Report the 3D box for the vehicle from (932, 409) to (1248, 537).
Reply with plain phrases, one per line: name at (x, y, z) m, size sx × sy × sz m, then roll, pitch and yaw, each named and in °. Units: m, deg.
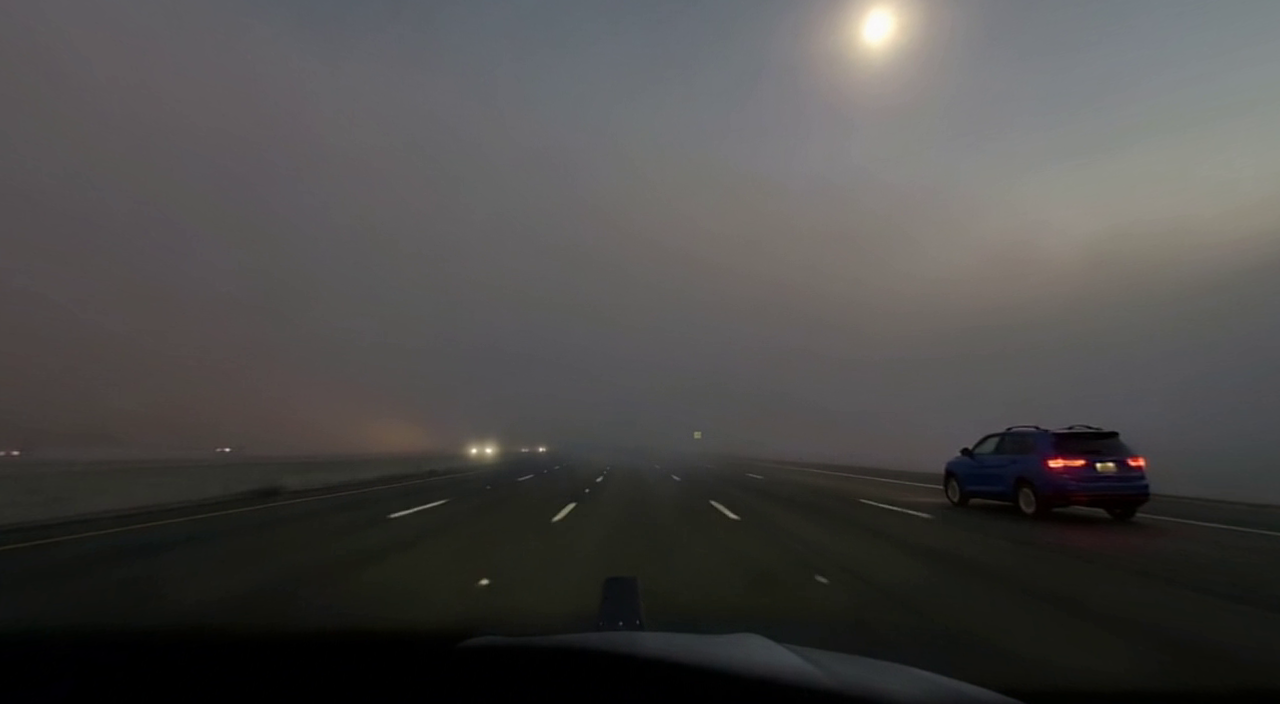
vehicle at (7.149, 1.973, 10.808) m, size 2.091 × 1.711 × 4.383 m, roll 0°, pitch -9°, yaw -1°
